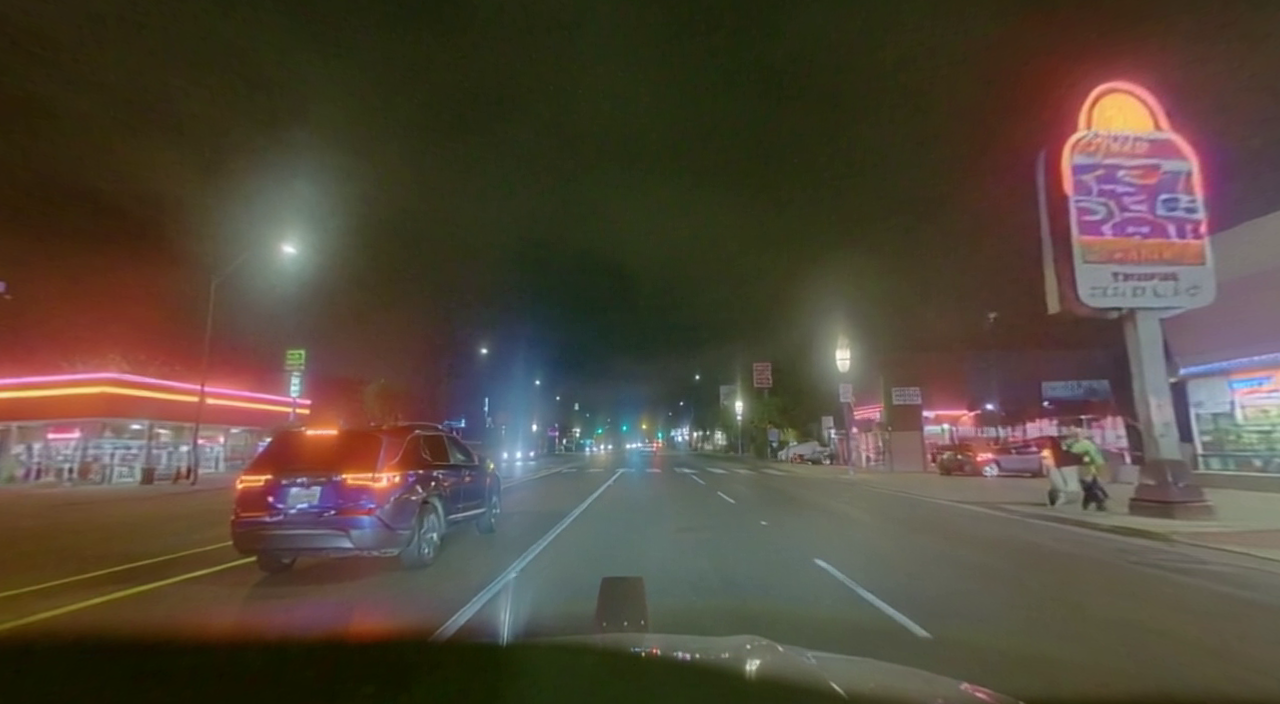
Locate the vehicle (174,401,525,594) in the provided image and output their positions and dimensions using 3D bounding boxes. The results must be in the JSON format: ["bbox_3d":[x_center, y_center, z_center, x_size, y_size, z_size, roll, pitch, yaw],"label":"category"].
[{"bbox_3d":[-2.927,1.588,7.725,2.049,1.646,4.445,0,-9,2],"label":"vehicle"}]

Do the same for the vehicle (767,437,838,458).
[{"bbox_3d":[12.188,7.195,47.445,4.734,1.499,1.888,0,-9,-1],"label":"vehicle"}]

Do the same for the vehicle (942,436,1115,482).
[{"bbox_3d":[13.404,3.708,21.955,4.707,1.485,1.948,0,-9,-1],"label":"vehicle"}]

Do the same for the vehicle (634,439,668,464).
[{"bbox_3d":[0.685,6.144,39.072,2.037,1.484,4.073,0,-9,1],"label":"vehicle"}]

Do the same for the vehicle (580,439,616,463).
[{"bbox_3d":[-2.706,6.571,41.868,1.950,1.450,4.257,0,-9,2],"label":"vehicle"}]
